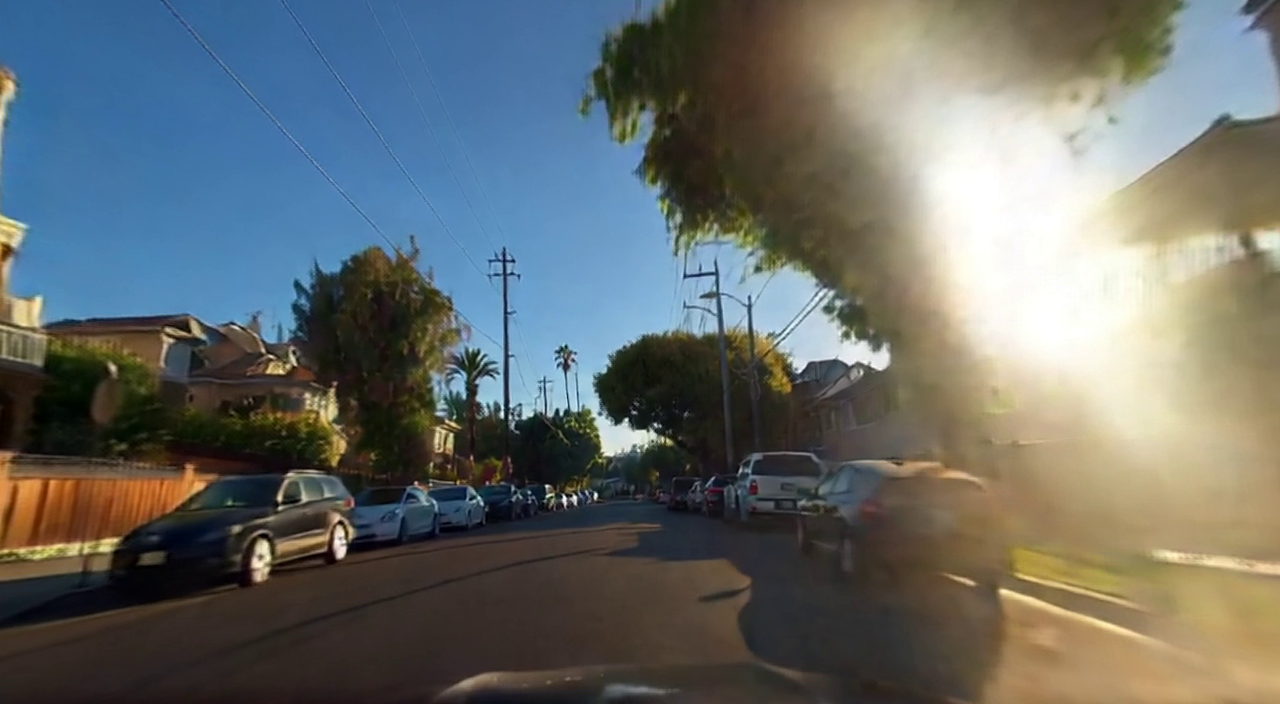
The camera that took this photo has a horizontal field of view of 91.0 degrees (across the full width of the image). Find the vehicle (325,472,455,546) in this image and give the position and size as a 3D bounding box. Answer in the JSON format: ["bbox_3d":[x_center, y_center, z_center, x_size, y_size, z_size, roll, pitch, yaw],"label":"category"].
[{"bbox_3d":[-6.562,4.131,17.107,1.841,1.491,4.525,0,-8,-2],"label":"vehicle"}]

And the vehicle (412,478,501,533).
[{"bbox_3d":[-6.356,5.340,22.359,1.874,1.449,4.622,0,-8,-2],"label":"vehicle"}]

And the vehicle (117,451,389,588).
[{"bbox_3d":[-6.506,2.773,11.531,1.933,1.824,5.142,0,-8,-3],"label":"vehicle"}]

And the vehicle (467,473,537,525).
[{"bbox_3d":[-6.214,6.665,28.991,2.349,1.952,4.848,0,-8,-3],"label":"vehicle"}]

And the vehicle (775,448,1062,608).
[{"bbox_3d":[3.062,1.962,7.962,1.756,1.455,3.965,0,-8,-1],"label":"vehicle"}]

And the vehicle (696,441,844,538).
[{"bbox_3d":[2.948,3.269,16.059,2.268,1.953,6.124,0,-8,-2],"label":"vehicle"}]
